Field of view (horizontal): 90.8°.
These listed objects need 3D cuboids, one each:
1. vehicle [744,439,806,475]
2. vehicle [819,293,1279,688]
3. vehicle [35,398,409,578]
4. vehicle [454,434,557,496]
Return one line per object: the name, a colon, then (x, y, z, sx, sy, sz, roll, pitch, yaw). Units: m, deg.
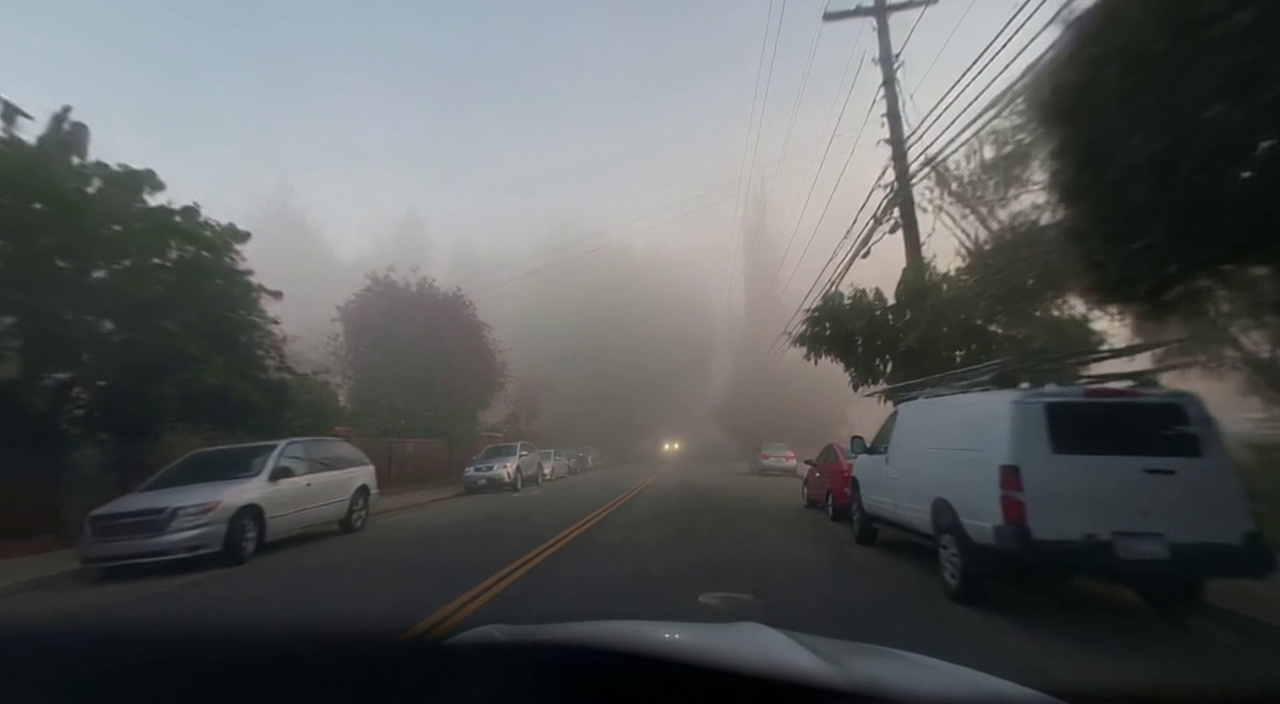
vehicle: (6.008, 4.744, 28.700, 2.108, 1.493, 4.878, -1, -9, 5)
vehicle: (3.516, 1.128, 6.147, 2.397, 2.130, 5.384, -1, -9, 5)
vehicle: (-6.081, 2.121, 10.430, 2.353, 2.037, 5.358, -4, -10, 3)
vehicle: (-4.703, 4.028, 22.896, 2.192, 1.873, 4.985, -4, -9, 5)
